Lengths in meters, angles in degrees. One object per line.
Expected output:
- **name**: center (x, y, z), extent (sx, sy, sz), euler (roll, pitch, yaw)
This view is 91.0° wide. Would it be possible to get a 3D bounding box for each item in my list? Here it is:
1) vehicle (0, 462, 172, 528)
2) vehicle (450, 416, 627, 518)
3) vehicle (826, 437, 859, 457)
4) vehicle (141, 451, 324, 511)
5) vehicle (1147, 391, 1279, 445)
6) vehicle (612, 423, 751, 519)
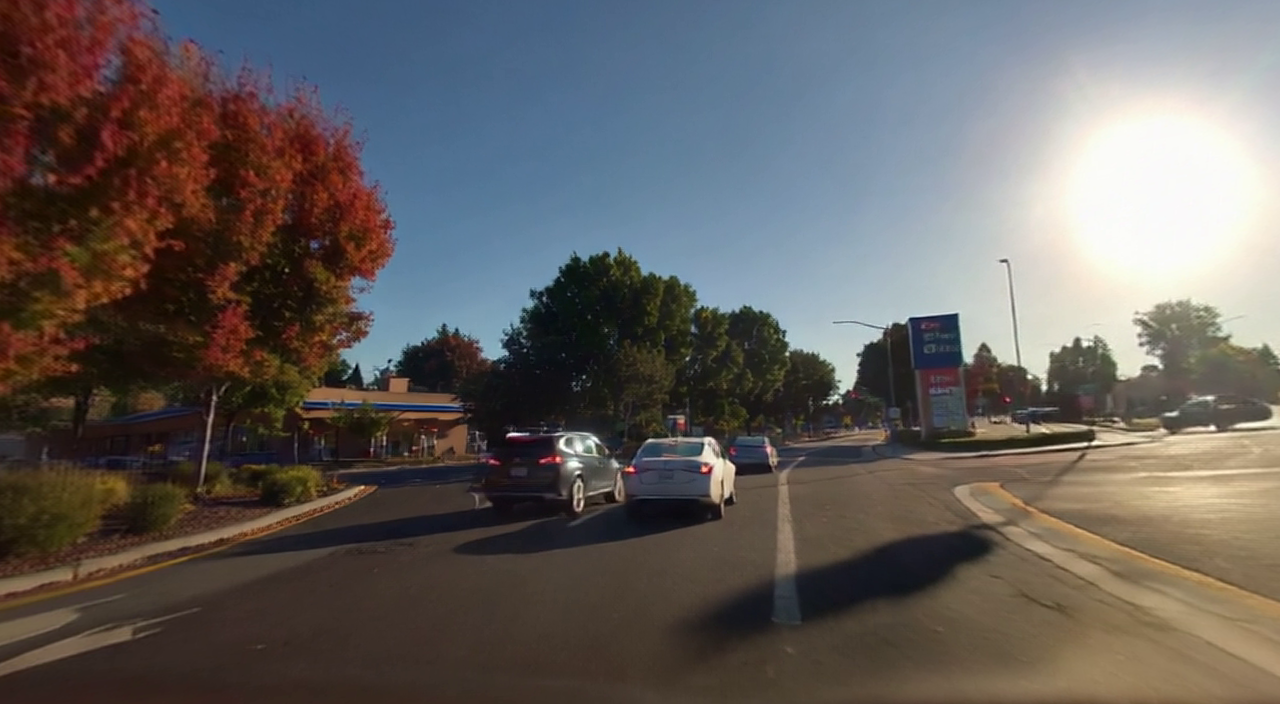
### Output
- **vehicle**: center (-16.386, 3.961, 17.970), extent (2.013, 1.463, 4.496), euler (-2, -8, 13)
- **vehicle**: center (-1.909, 2.395, 13.654), extent (2.102, 1.774, 4.662), euler (-2, -8, 14)
- **vehicle**: center (15.951, 7.493, 49.737), extent (1.916, 1.462, 4.487), euler (-2, -8, 12)
- **vehicle**: center (-12.091, 3.797, 19.155), extent (1.863, 1.516, 4.587), euler (-2, -8, 13)
- **vehicle**: center (25.796, 3.060, 28.126), extent (2.322, 2.152, 5.668), euler (-3, -9, 11)
- **vehicle**: center (1.012, 2.287, 12.650), extent (2.060, 1.580, 3.980), euler (-2, -8, 14)
